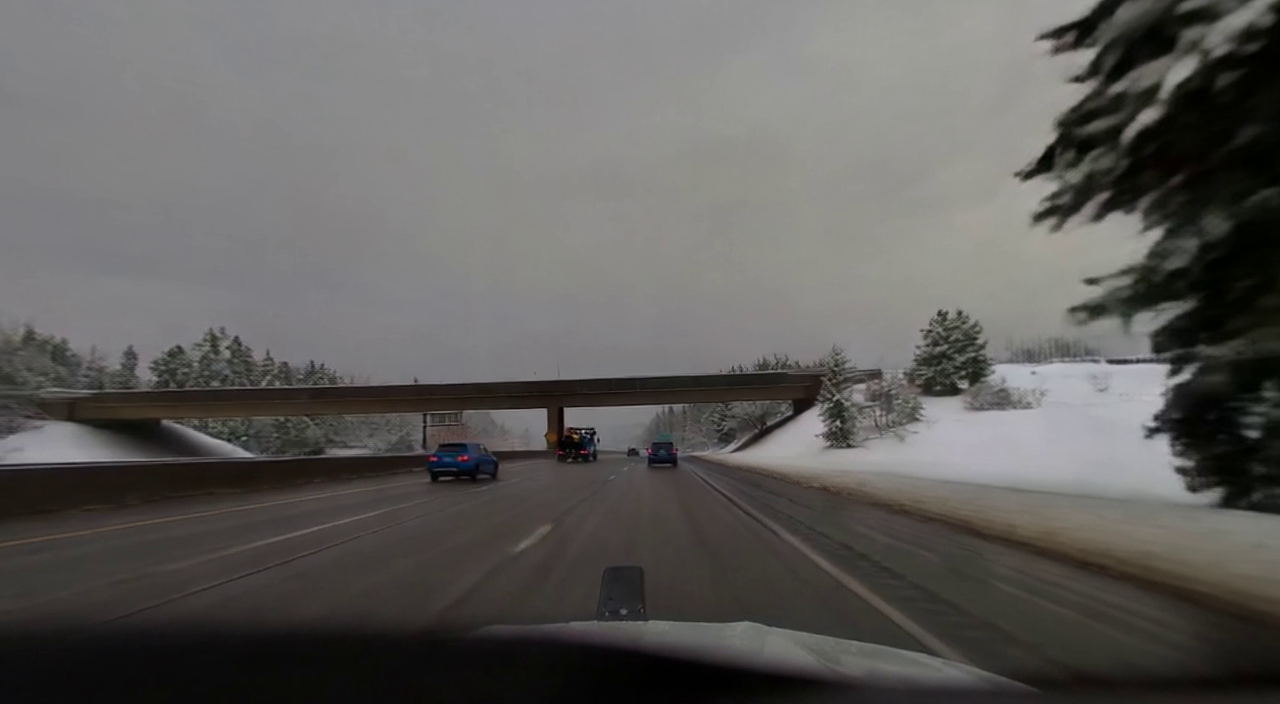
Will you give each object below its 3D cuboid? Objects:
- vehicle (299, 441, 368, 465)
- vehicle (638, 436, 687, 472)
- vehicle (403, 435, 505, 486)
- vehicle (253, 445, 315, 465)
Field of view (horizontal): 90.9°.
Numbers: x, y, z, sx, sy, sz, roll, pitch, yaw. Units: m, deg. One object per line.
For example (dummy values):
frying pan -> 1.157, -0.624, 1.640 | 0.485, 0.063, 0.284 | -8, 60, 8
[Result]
vehicle -> -20.170, 6.682, 41.743 | 1.889, 1.480, 4.980 | 0, -8, 2
vehicle -> 1.168, 5.243, 32.565 | 2.336, 1.722, 4.212 | 0, -8, 2
vehicle -> -6.564, 3.855, 22.903 | 2.115, 1.644, 4.513 | 0, -8, 3
vehicle -> -26.936, 7.786, 47.880 | 1.775, 1.461, 4.694 | 0, -8, 3
